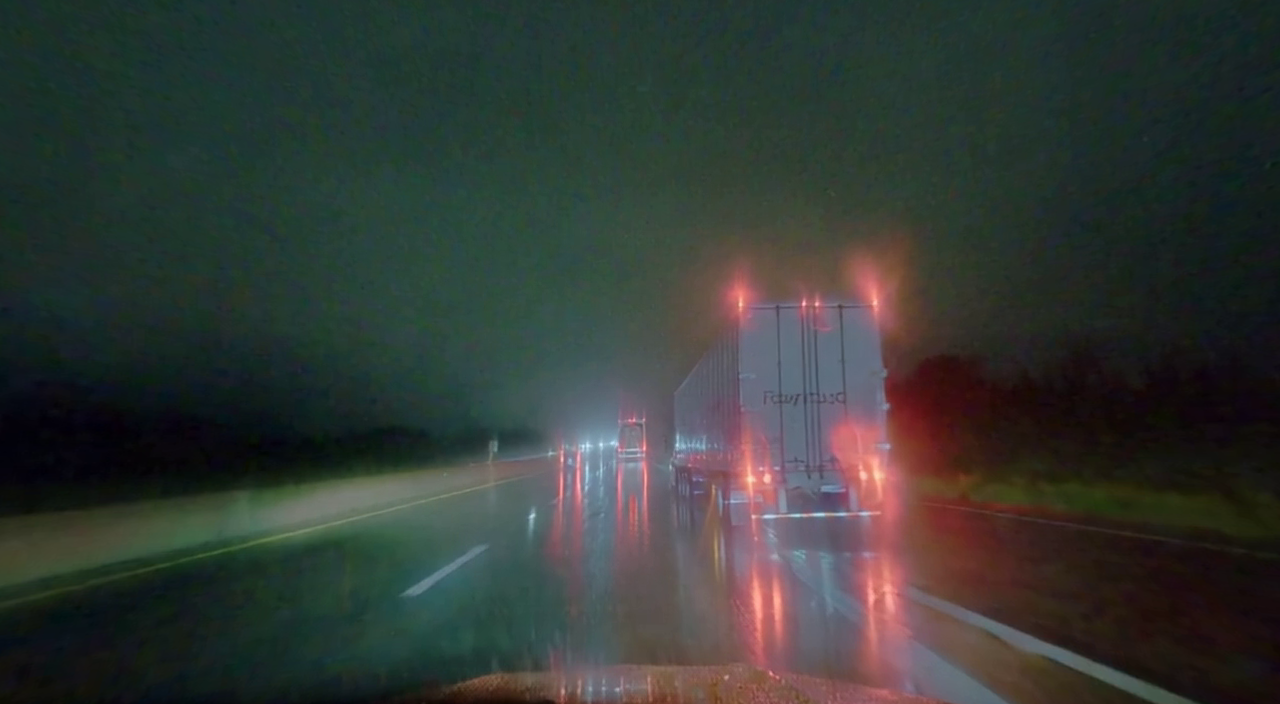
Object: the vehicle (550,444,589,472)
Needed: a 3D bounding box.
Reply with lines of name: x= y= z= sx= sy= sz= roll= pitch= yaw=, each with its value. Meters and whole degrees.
vehicle: x=-4.536 y=6.903 z=40.896 sx=2.099 sy=1.651 sz=4.397 roll=0 pitch=-9 yaw=-1
